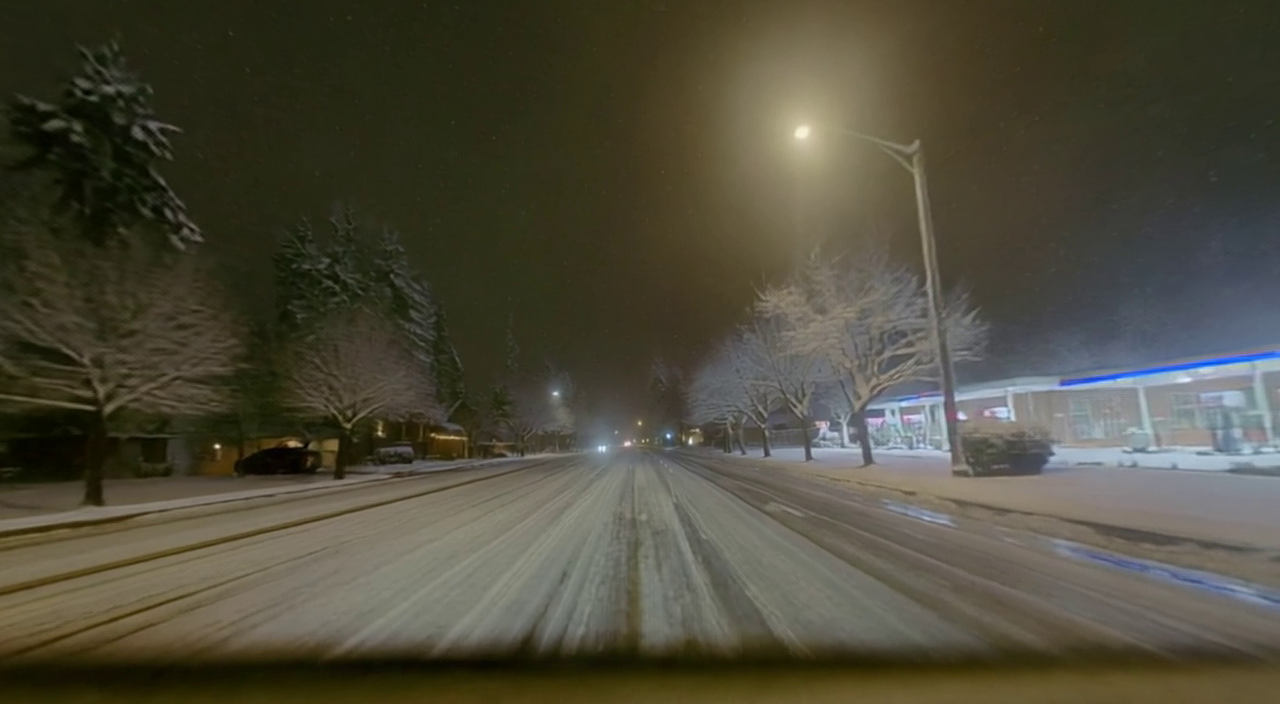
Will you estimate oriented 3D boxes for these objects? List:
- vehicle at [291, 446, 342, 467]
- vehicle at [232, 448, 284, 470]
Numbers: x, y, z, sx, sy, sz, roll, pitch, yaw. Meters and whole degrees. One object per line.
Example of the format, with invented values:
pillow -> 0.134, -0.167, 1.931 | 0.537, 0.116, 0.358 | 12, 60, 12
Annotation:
vehicle -> -25.203, 8.137, 49.392 | 1.760, 1.598, 3.881 | -1, -8, 3
vehicle -> -30.097, 8.429, 49.910 | 1.881, 1.444, 4.046 | -3, -7, -4
